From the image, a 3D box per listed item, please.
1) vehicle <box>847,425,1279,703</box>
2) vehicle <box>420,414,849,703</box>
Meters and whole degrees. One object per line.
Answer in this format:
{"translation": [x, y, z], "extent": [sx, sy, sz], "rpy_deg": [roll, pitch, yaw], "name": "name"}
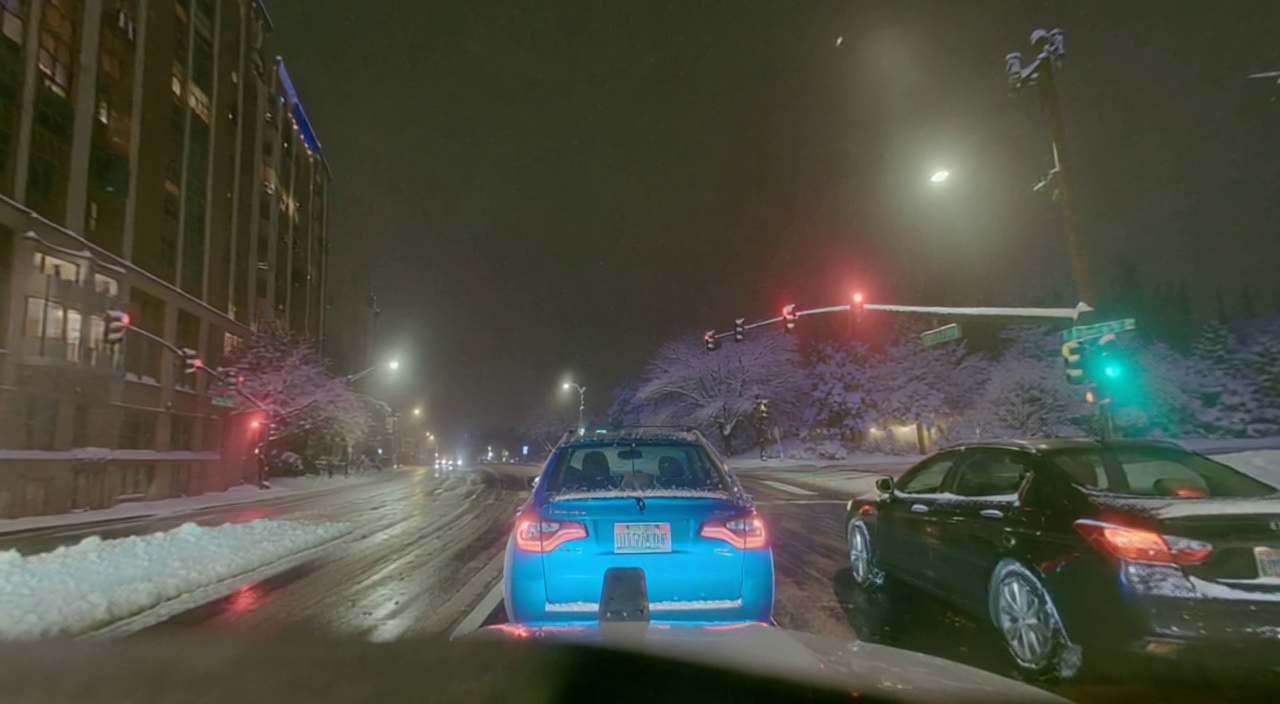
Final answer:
{"translation": [3.348, 1.376, 5.093], "extent": [1.860, 1.430, 4.089], "rpy_deg": [0, -8, -1], "name": "vehicle"}
{"translation": [-0.065, 1.353, 5.194], "extent": [2.094, 1.481, 4.078], "rpy_deg": [0, -8, -1], "name": "vehicle"}
